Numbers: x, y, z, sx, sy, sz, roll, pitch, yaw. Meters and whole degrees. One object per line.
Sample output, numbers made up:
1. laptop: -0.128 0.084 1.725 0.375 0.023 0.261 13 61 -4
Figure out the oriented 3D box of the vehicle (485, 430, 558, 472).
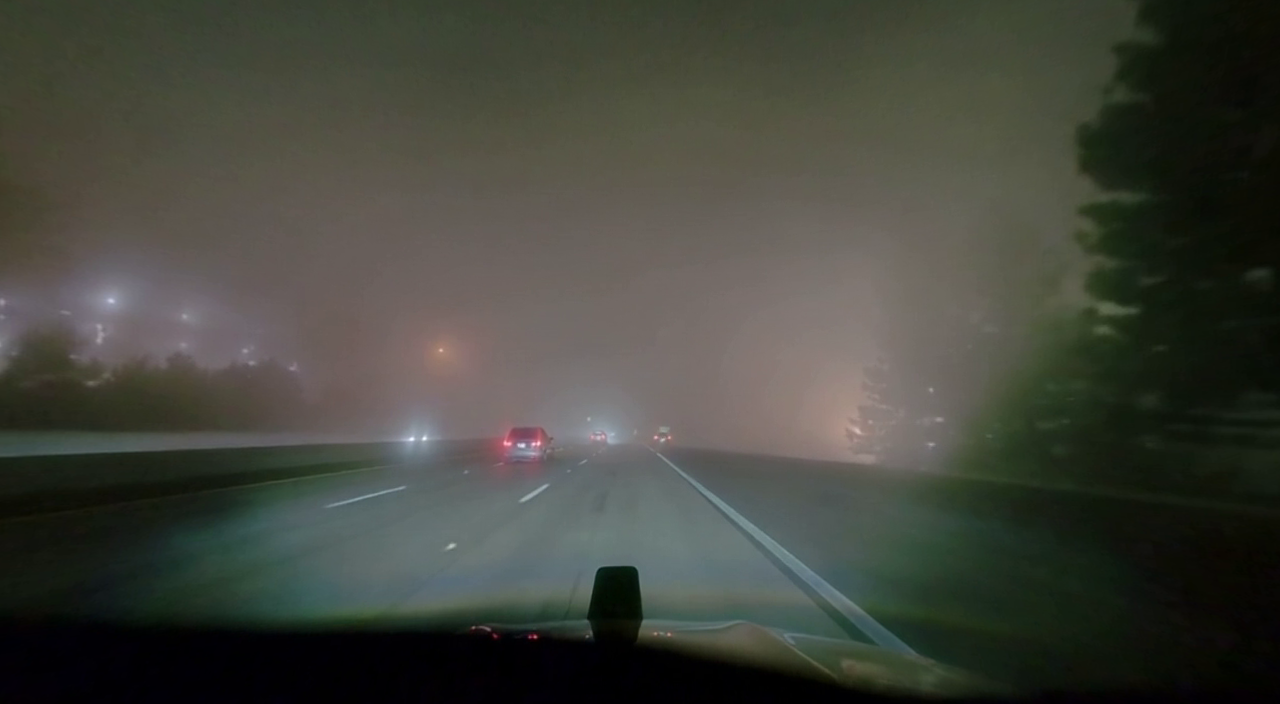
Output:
1. vehicle: -4.516 3.841 24.674 1.996 1.490 4.571 0 -8 0
